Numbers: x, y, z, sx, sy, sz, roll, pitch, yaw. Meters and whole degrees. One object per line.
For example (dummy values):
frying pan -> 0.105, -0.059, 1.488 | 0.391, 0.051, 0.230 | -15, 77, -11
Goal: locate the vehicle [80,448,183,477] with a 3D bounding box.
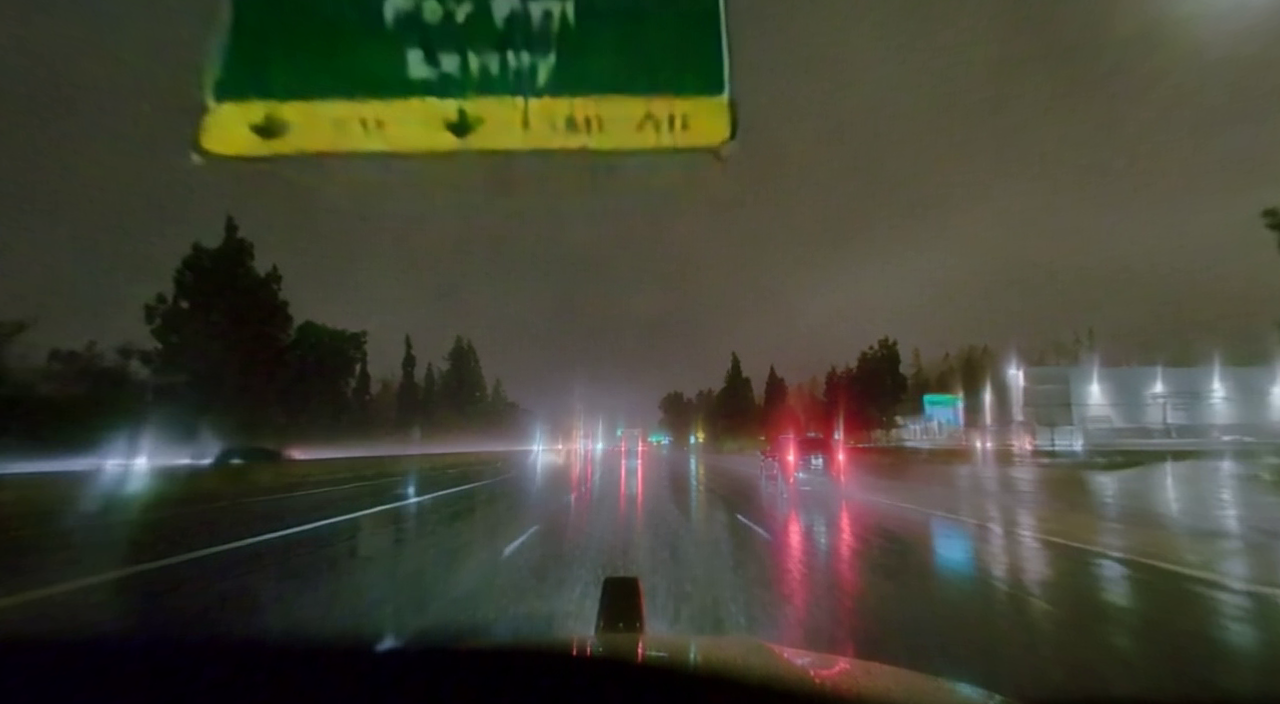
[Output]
vehicle -> -28.266, 6.135, 35.349 | 1.856, 1.456, 4.711 | 0, -8, 0

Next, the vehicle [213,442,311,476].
vehicle -> -17.377, 4.915, 29.310 | 1.763, 1.449, 4.432 | 0, -8, 0
